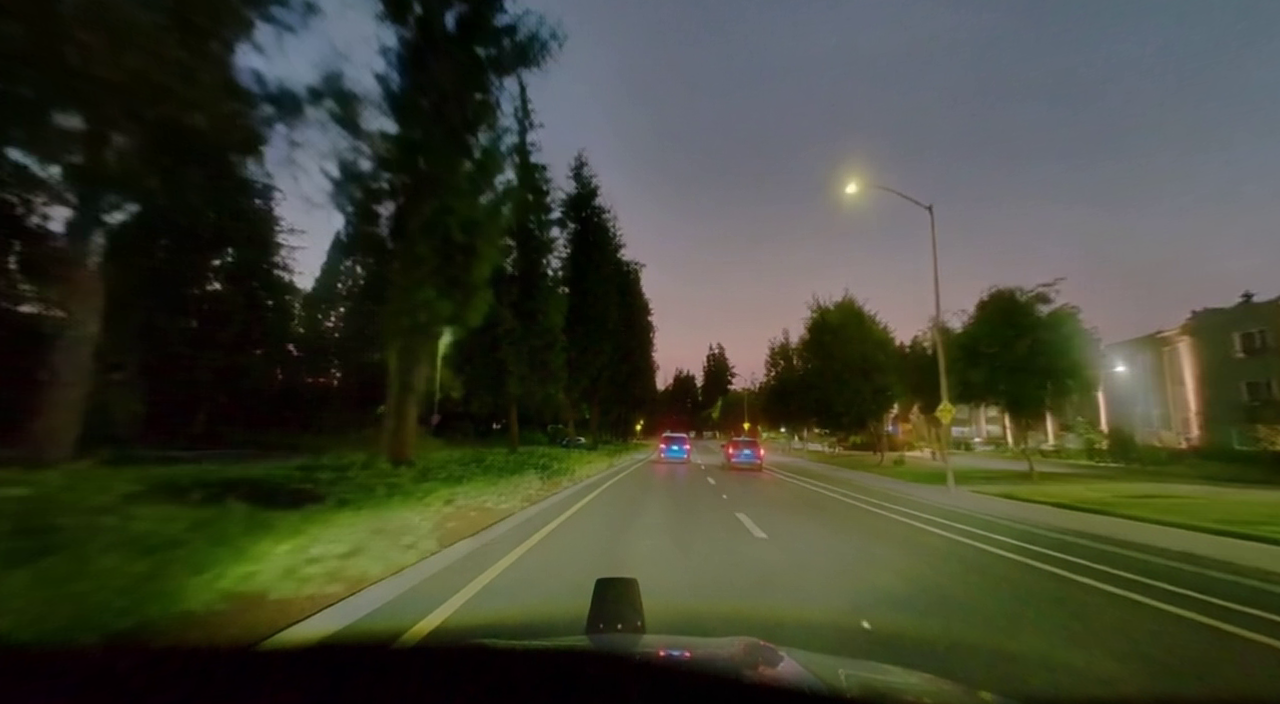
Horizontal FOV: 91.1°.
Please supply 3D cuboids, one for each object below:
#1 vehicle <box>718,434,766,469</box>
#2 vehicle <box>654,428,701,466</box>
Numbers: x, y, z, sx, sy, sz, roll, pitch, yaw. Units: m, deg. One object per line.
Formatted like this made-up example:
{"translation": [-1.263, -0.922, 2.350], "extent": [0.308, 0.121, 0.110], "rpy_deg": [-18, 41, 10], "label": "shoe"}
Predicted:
{"translation": [5.289, 5.211, 33.075], "extent": [1.971, 1.663, 4.287], "rpy_deg": [0, -8, 2], "label": "vehicle"}
{"translation": [1.934, 4.928, 32.714], "extent": [2.251, 1.822, 4.391], "rpy_deg": [0, -8, 3], "label": "vehicle"}
